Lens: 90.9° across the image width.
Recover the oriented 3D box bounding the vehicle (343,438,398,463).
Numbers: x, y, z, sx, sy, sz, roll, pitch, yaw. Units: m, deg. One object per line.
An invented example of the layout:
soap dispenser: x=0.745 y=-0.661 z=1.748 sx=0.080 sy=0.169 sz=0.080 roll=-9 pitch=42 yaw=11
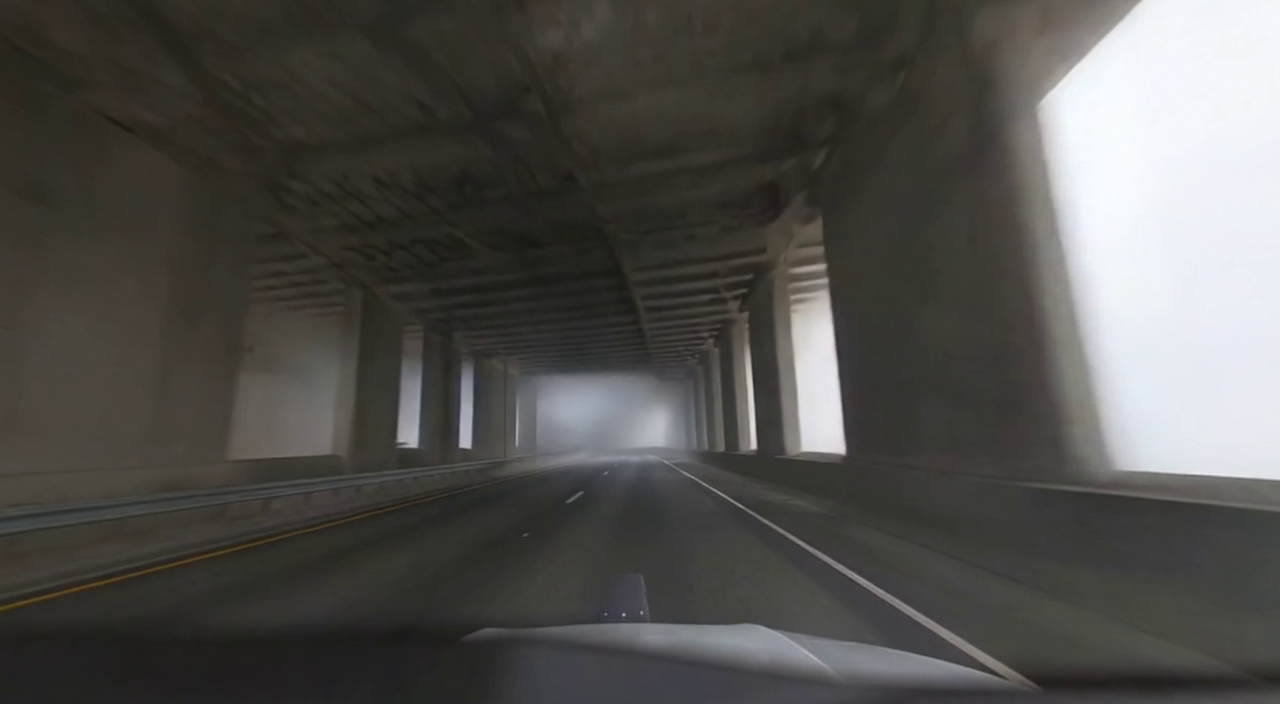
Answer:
vehicle: x=-16.449 y=6.014 z=38.594 sx=1.691 sy=1.443 sz=3.653 roll=0 pitch=-9 yaw=1
